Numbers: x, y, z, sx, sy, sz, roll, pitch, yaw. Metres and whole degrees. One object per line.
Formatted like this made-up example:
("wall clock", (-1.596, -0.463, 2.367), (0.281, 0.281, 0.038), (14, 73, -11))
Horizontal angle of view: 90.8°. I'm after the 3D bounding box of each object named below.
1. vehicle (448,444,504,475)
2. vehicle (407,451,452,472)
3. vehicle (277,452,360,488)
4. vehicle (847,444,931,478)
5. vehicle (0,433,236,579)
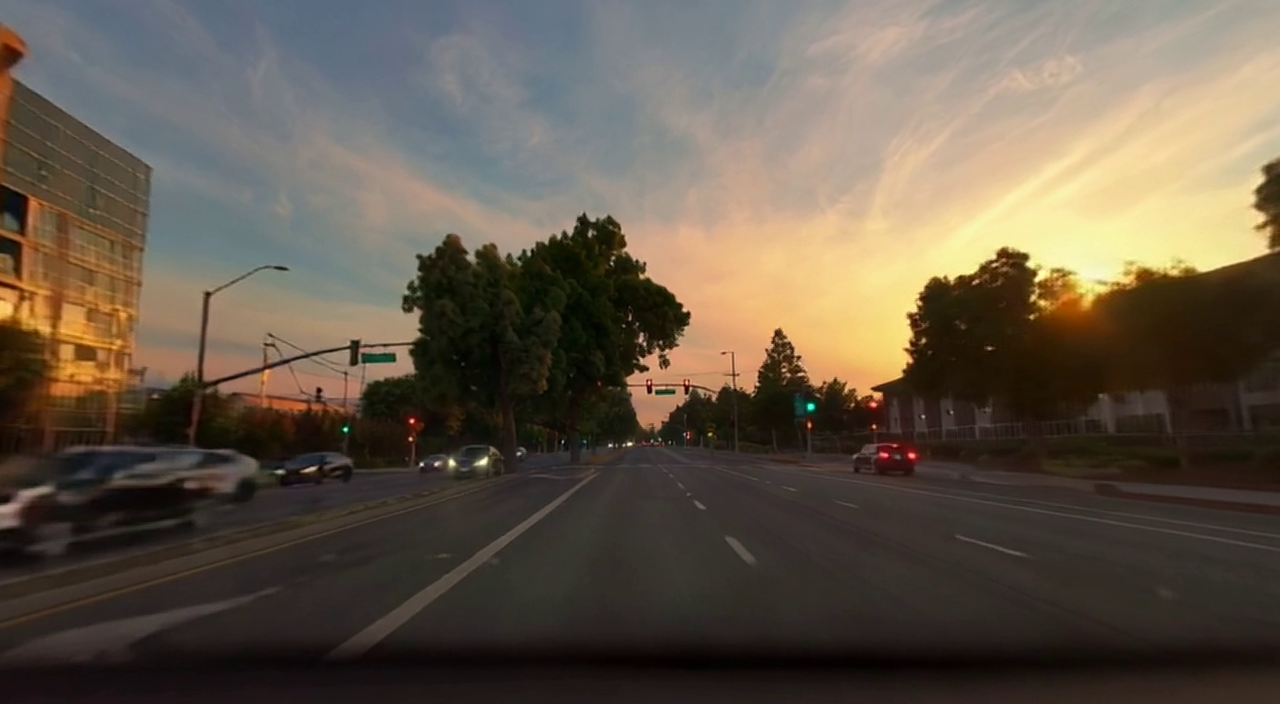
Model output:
("vehicle", (-9.283, 6.119, 36.142), (2.010, 1.682, 4.346), (0, -9, 0))
("vehicle", (-15.948, 8.294, 48.119), (1.950, 1.511, 4.267), (0, -9, 0))
("vehicle", (-15.785, 5.784, 31.294), (1.892, 1.631, 4.226), (0, -9, 0))
("vehicle", (11.610, 5.116, 29.885), (1.955, 1.455, 4.727), (0, -9, -1))
("vehicle", (-8.603, 2.142, 9.561), (2.035, 1.711, 4.463), (0, -9, -1))
